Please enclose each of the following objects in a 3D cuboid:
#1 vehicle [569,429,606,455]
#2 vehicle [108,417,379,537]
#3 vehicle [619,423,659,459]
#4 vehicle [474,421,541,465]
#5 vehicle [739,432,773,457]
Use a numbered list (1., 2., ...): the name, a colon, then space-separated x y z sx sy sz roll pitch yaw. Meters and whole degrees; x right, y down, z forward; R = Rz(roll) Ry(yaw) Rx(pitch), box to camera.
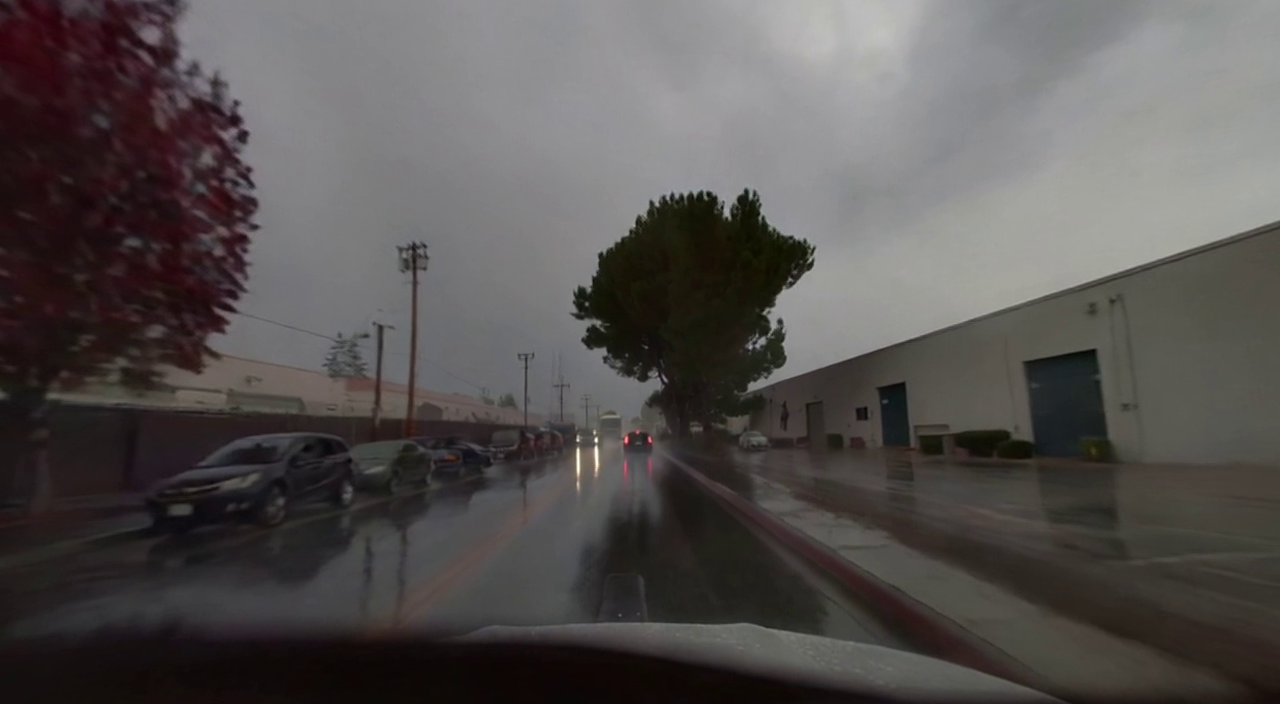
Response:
1. vehicle: -3.677 6.370 44.886 2.157 1.703 4.310 0 -7 1
2. vehicle: -6.374 1.987 10.866 1.926 1.647 4.185 0 -7 0
3. vehicle: -0.027 4.990 35.634 2.152 1.874 4.042 0 -7 1
4. vehicle: -6.436 4.531 31.364 2.139 1.943 5.295 -1 -8 1
5. vehicle: 8.309 6.639 45.483 1.874 1.669 4.083 0 -7 3
